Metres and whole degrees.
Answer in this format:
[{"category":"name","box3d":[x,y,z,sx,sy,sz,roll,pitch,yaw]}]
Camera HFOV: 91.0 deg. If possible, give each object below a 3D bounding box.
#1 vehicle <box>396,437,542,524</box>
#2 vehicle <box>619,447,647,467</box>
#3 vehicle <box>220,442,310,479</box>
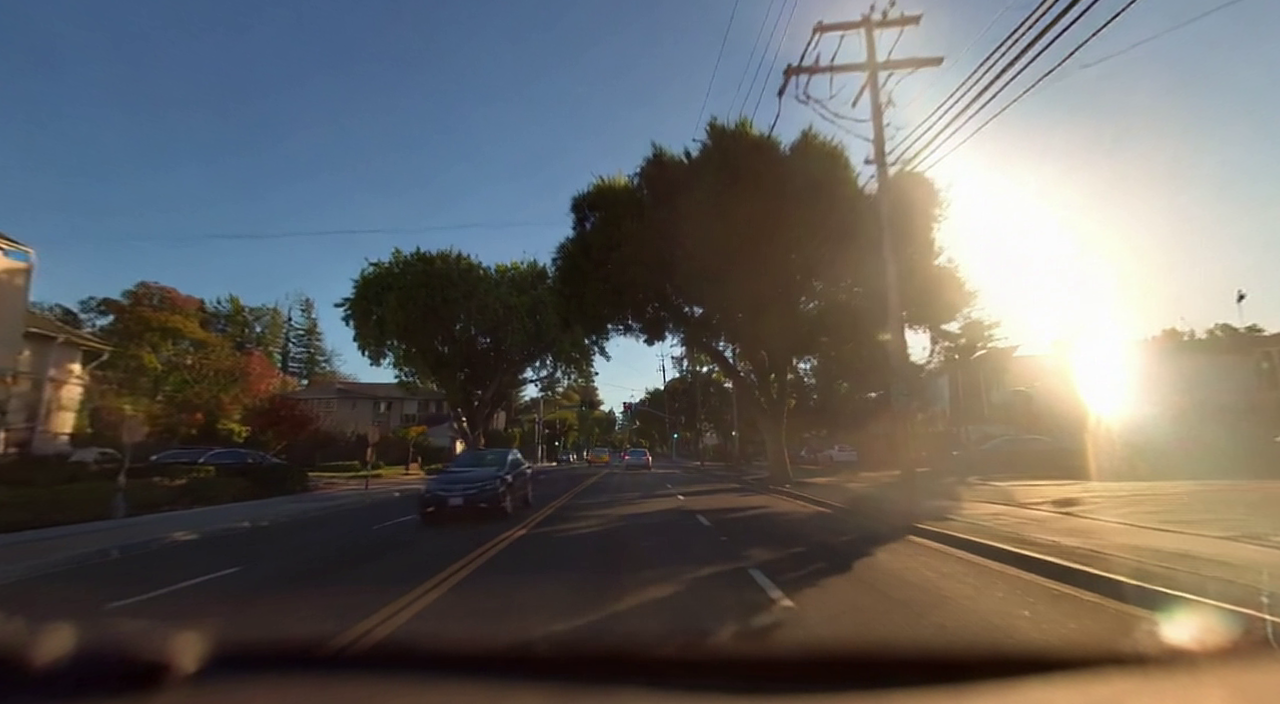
[{"category":"vehicle","box3d":[-3.601,2.782,14.236,2.017,1.634,4.479,0,-8,0]},{"category":"vehicle","box3d":[-0.544,8.059,48.447,2.093,1.497,4.010,0,-8,-1]},{"category":"vehicle","box3d":[-20.040,5.752,33.594,4.611,1.837,2.140,-5,-10,32]}]
